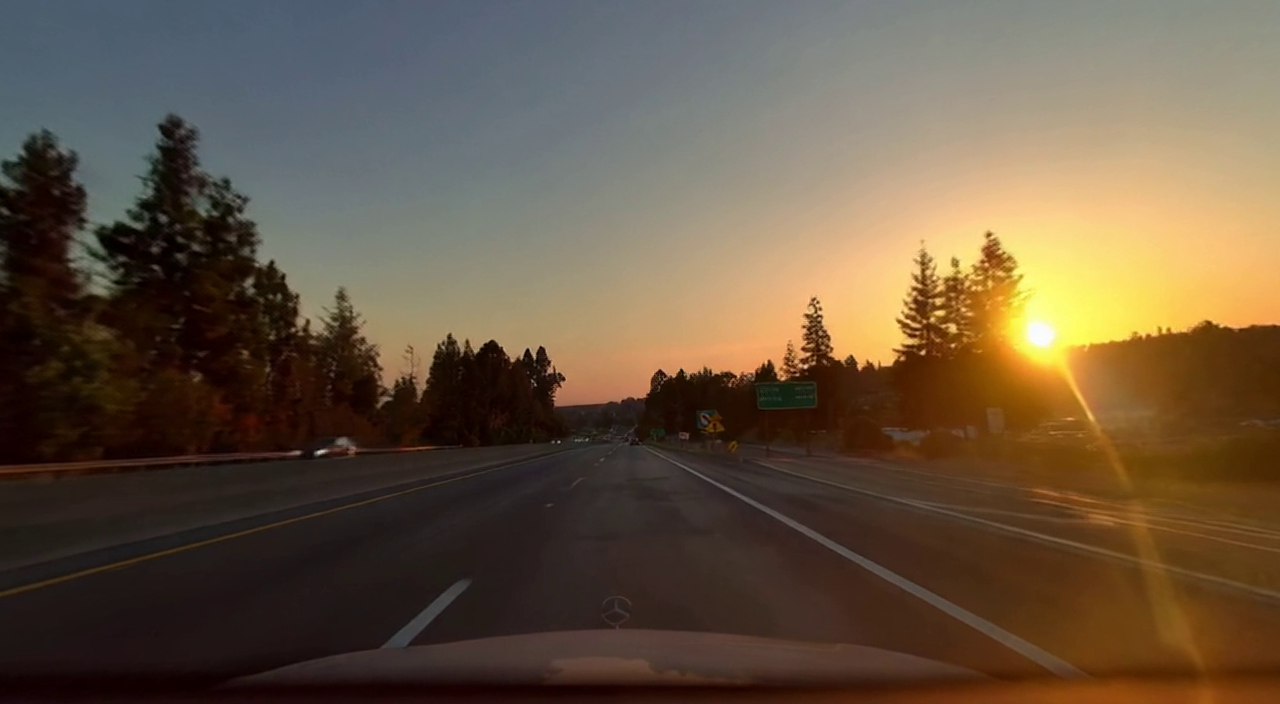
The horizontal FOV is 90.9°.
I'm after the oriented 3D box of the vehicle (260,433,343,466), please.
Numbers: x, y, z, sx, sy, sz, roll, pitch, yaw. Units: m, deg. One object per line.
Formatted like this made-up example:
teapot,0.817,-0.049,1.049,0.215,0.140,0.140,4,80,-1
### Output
vehicle,-16.971,4.898,31.842,1.911,1.540,4.149,0,-8,-1
